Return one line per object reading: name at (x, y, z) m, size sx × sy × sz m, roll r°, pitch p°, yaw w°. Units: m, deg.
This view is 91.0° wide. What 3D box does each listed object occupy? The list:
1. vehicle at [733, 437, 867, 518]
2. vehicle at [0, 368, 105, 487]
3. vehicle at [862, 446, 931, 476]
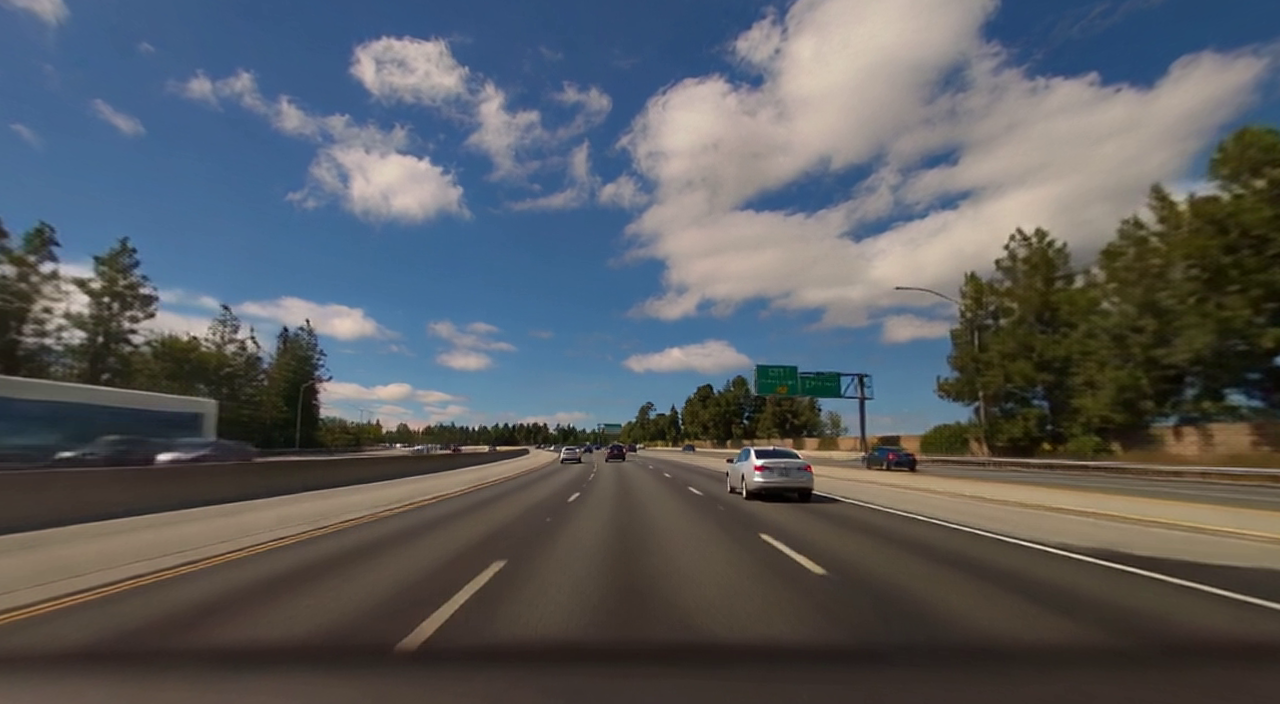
vehicle at (3.429, 2.766, 14.315) m, size 1.975 × 1.562 × 3.823 m, roll 0°, pitch -9°, yaw -1°
vehicle at (-23.862, 2.813, 23.103) m, size 2.931 × 4.092 × 6.128 m, roll 1°, pitch -9°, yaw -3°
vehicle at (13.415, 5.709, 33.284) m, size 1.878 × 1.486 × 4.636 m, roll 0°, pitch -9°, yaw 2°
